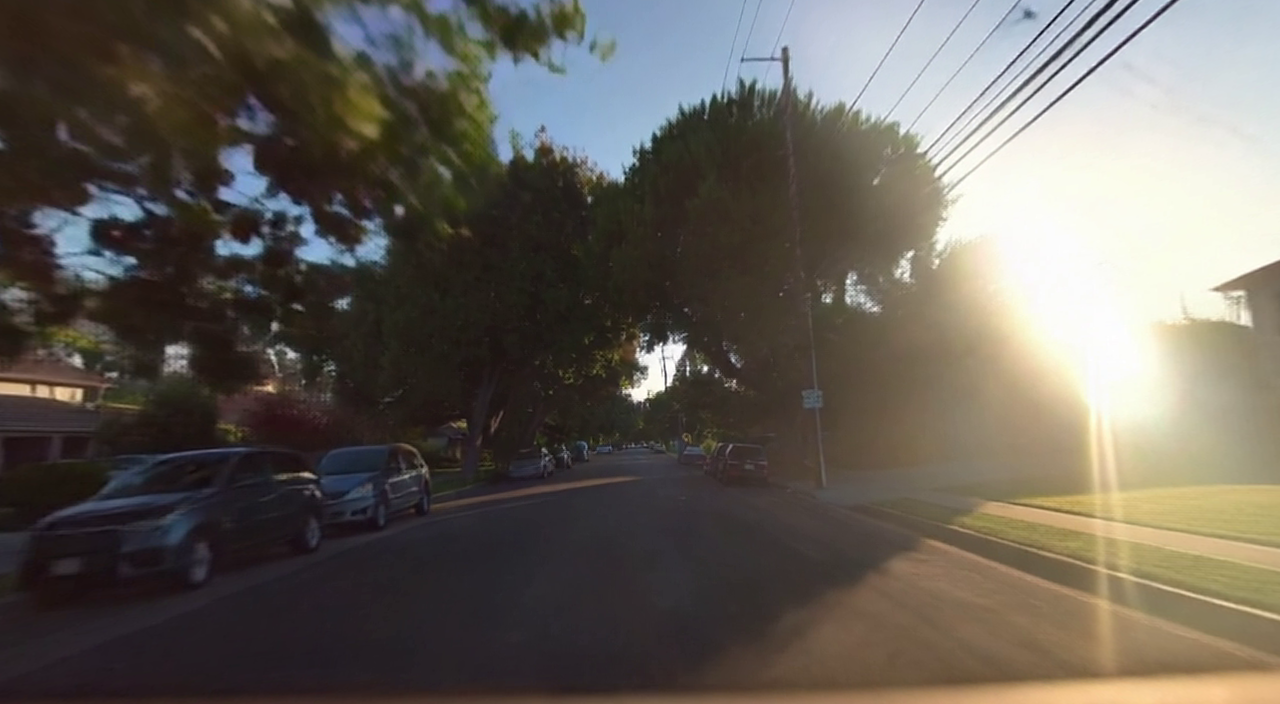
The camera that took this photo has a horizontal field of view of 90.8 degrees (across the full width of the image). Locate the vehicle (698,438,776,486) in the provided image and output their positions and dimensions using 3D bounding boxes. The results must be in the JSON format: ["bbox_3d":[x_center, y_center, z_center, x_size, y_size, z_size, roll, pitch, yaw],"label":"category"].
[{"bbox_3d":[3.665,4.236,24.710,2.247,1.618,4.655,2,-8,-1],"label":"vehicle"}]

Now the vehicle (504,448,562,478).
[{"bbox_3d":[-5.786,6.076,34.699,2.199,1.439,4.757,-2,-10,2],"label":"vehicle"}]

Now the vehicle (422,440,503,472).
[{"bbox_3d":[-12.751,7.523,45.673,5.096,2.213,2.354,1,-10,-3],"label":"vehicle"}]

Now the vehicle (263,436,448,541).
[{"bbox_3d":[-5.861,2.831,13.727,1.989,1.756,4.378,-4,-9,0],"label":"vehicle"}]

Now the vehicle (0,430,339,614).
[{"bbox_3d":[-5.929,1.997,8.288,2.035,1.736,3.955,-2,-9,0],"label":"vehicle"}]
